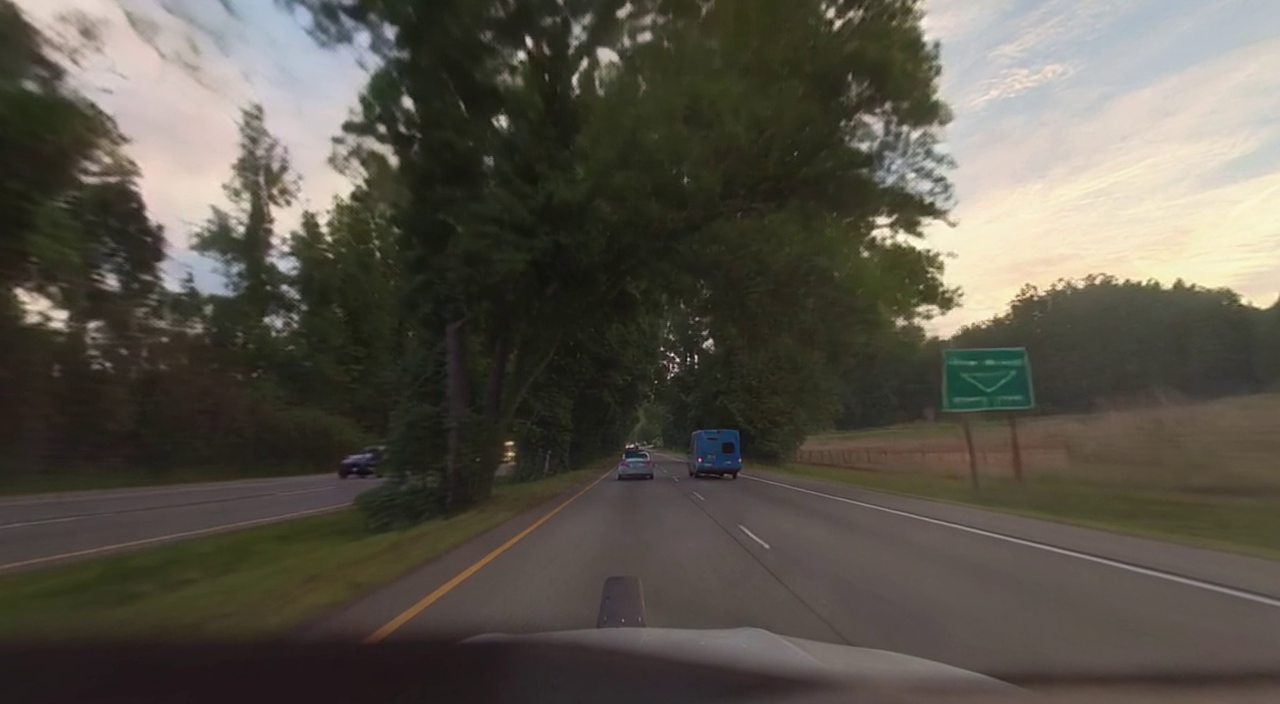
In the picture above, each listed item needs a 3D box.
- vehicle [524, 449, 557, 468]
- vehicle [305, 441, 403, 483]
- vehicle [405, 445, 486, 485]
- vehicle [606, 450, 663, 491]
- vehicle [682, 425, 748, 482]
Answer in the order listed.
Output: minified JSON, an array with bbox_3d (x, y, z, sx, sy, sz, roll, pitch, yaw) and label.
[{"bbox_3d":[-7.739,8.280,49.133,1.911,1.461,3.984,0,-9,0],"label":"vehicle"},{"bbox_3d":[-11.836,4.578,26.442,2.083,1.616,4.311,0,-9,0],"label":"vehicle"},{"bbox_3d":[-7.819,4.582,25.797,1.952,1.449,4.276,0,-9,0],"label":"vehicle"},{"bbox_3d":[-0.224,4.539,24.412,2.037,1.417,3.885,0,-9,-1],"label":"vehicle"},{"bbox_3d":[3.754,5.288,32.956,2.513,2.633,5.930,0,-9,-2],"label":"vehicle"}]
